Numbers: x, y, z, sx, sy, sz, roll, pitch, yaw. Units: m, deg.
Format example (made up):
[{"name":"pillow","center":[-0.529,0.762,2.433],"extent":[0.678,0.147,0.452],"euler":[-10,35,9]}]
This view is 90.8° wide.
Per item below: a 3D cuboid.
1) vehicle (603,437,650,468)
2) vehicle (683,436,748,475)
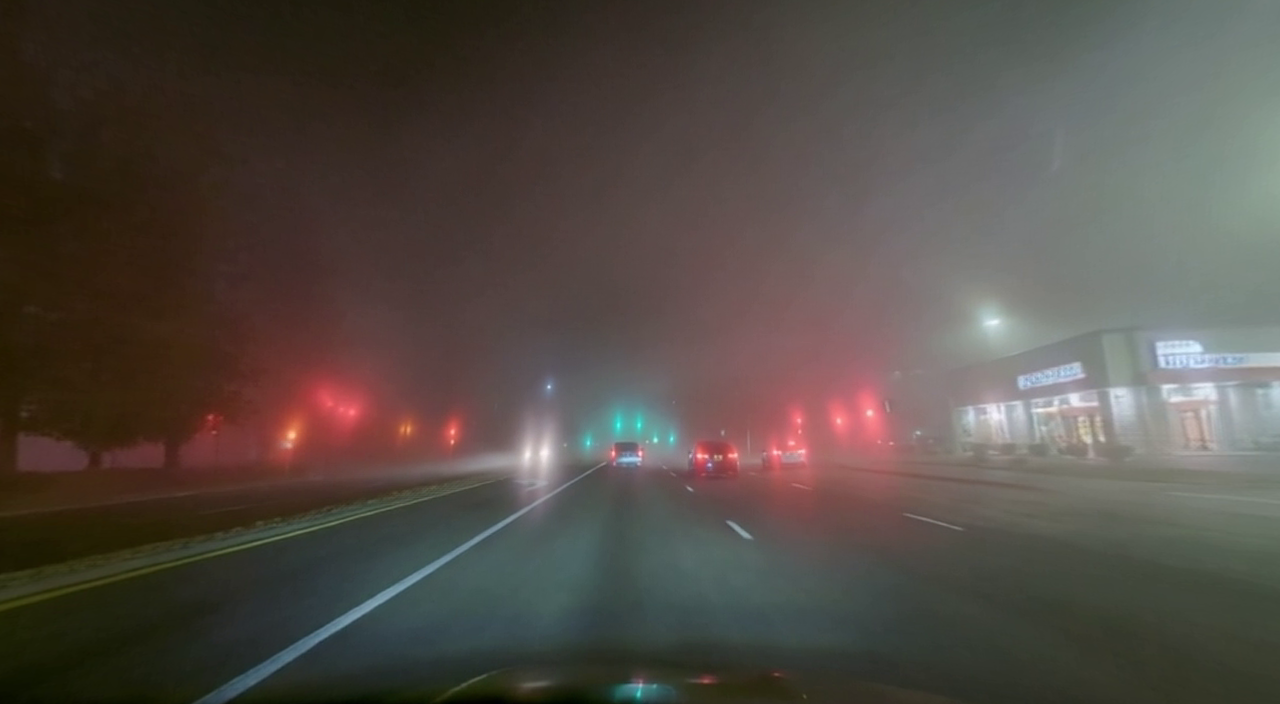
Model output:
[{"name":"vehicle","center":[-0.609,5.073,32.209],"extent":[2.242,1.474,4.127],"euler":[0,-8,0]},{"name":"vehicle","center":[3.035,4.261,26.444],"extent":[2.057,1.491,4.675],"euler":[0,-8,-1]}]
